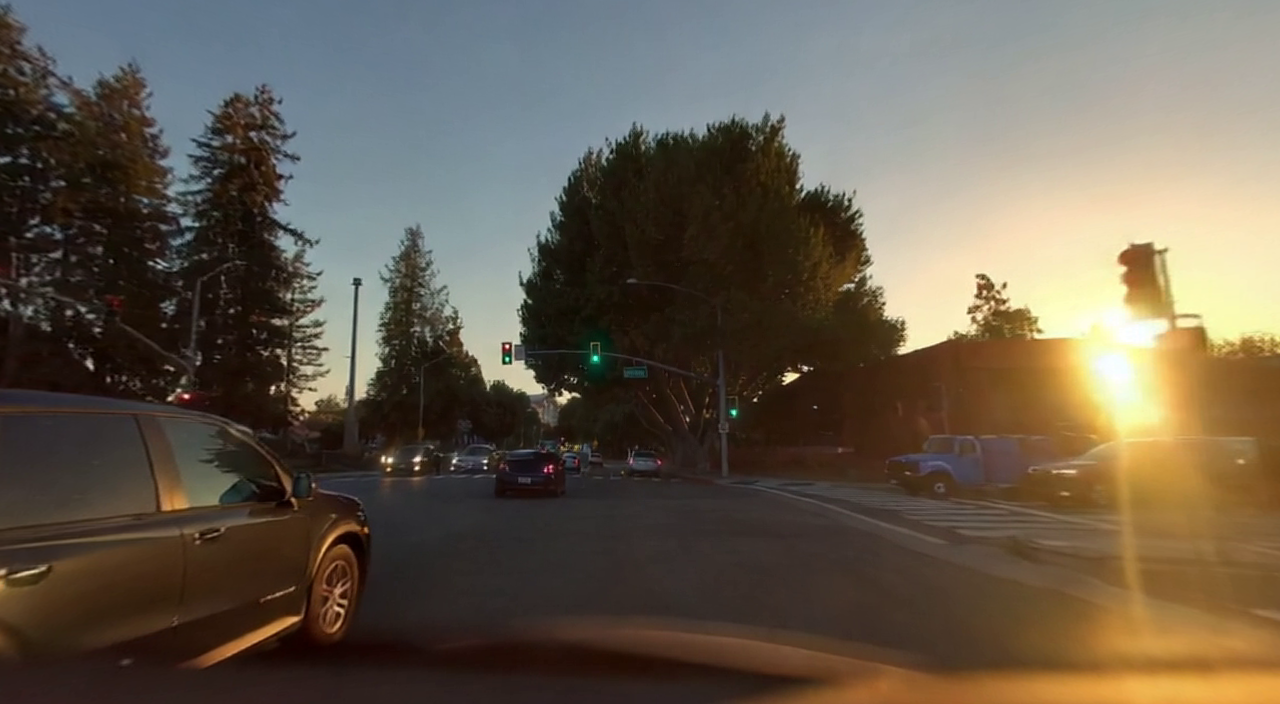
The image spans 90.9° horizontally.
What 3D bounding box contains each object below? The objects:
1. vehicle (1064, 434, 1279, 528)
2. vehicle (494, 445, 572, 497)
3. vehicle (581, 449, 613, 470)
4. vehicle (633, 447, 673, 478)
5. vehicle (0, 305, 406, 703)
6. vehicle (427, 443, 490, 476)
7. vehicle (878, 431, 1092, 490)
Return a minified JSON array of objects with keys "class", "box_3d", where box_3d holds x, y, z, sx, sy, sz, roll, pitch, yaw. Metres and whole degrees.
[{"class":"vehicle","box_3d":[10.901,2.277,11.408,4.875,1.473,2.077,-1,-11,0]},{"class":"vehicle","box_3d":[-3.404,3.841,20.691,1.960,1.528,3.490,0,-9,0]},{"class":"vehicle","box_3d":[-3.119,7.947,46.937,2.013,1.474,4.393,0,-9,1]},{"class":"vehicle","box_3d":[0.697,6.364,36.565,2.163,1.678,3.846,0,-9,0]},{"class":"vehicle","box_3d":[-3.113,0.903,2.986,2.190,1.766,4.649,0,-9,0]},{"class":"vehicle","box_3d":[-9.887,5.912,34.754,1.990,1.658,4.569,-1,-9,2]},{"class":"vehicle","box_3d":[11.977,3.815,22.328,5.990,1.899,2.683,0,-9,0]}]
